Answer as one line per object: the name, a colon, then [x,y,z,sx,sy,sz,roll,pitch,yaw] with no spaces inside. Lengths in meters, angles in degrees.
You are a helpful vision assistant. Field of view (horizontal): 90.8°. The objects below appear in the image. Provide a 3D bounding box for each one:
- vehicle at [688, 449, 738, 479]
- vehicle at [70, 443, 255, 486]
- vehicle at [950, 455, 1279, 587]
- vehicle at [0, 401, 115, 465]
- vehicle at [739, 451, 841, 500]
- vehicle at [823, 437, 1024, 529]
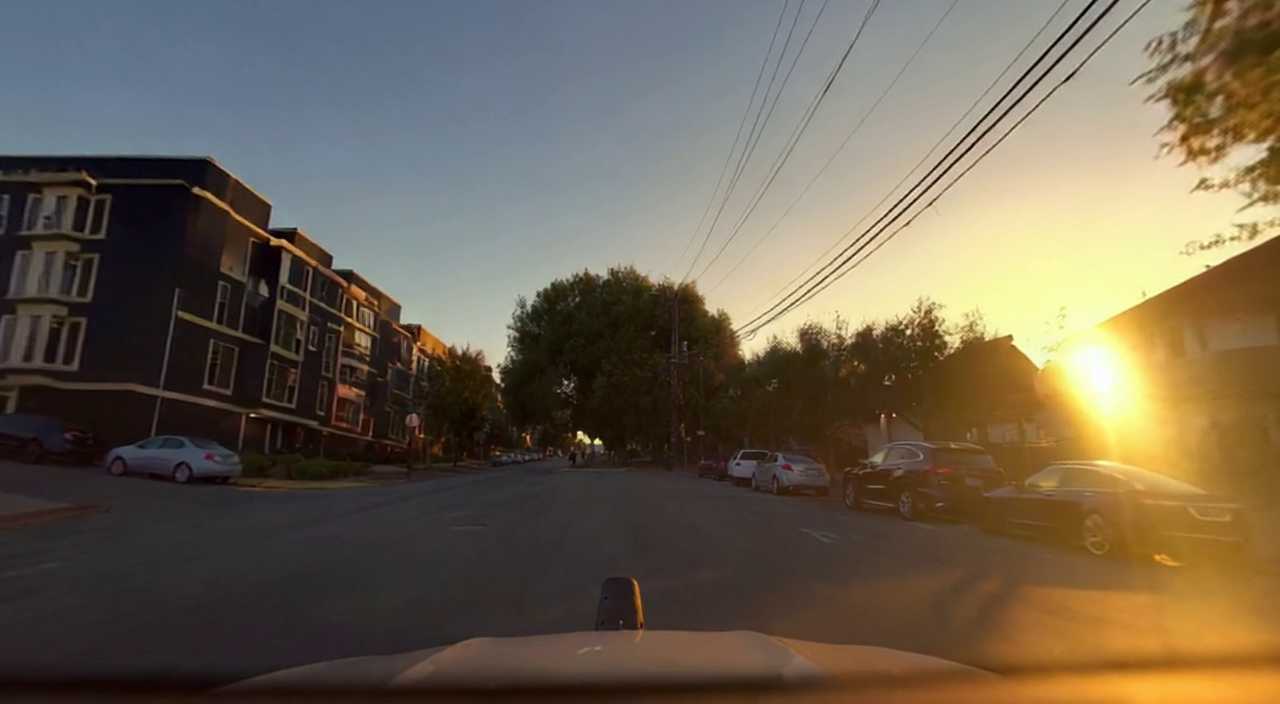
vehicle: [4.017,6.278,35.668,1.901,1.495,4.340,0,-9,-6]
vehicle: [-16.180,3.804,21.695,4.603,1.335,1.889,2,-9,-14]
vehicle: [6.593,2.218,9.151,1.900,1.368,4.176,0,-8,-3]
vehicle: [-21.307,2.757,22.010,4.598,1.645,2.019,6,-7,13]
vehicle: [5.302,4.425,23.140,2.122,1.554,4.777,1,-9,-6]
vehicle: [6.159,2.867,14.554,1.917,1.704,4.840,1,-9,-7]
